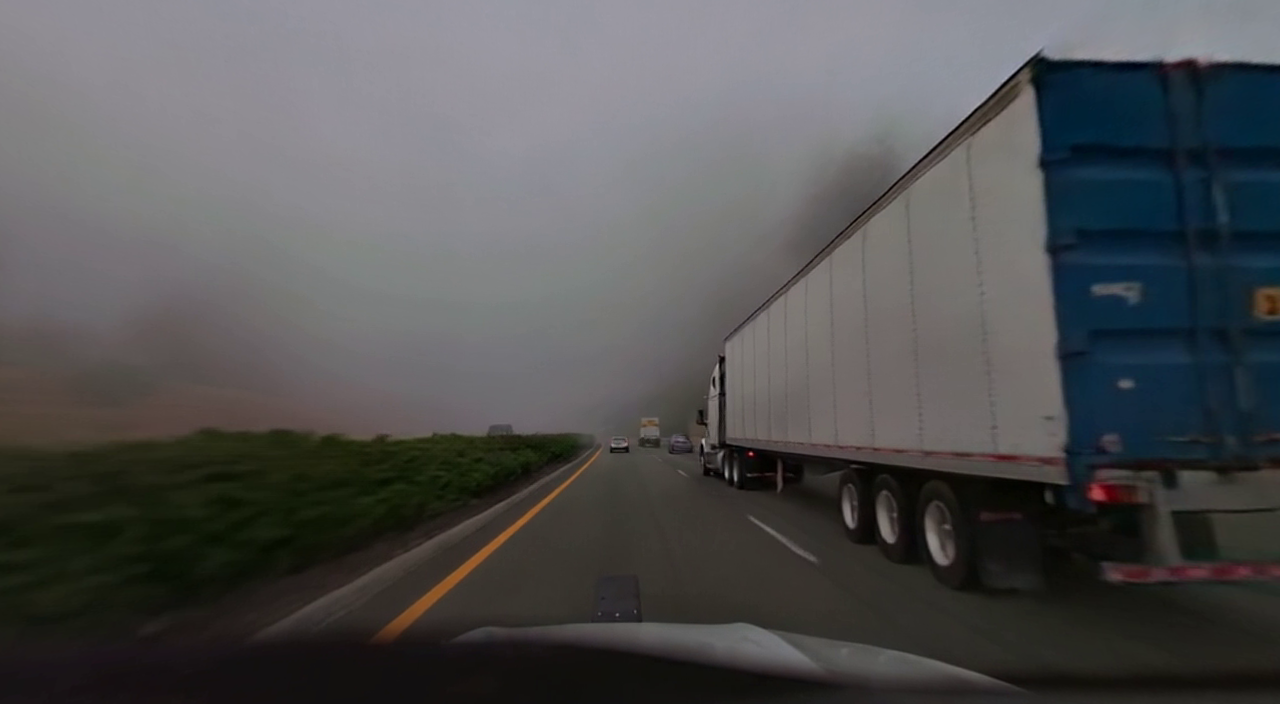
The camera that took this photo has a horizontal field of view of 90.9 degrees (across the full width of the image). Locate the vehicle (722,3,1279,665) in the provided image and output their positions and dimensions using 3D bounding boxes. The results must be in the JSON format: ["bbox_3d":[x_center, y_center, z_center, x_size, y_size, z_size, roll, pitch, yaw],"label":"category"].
[{"bbox_3d":[4.044,0.669,10.923,2.965,4.033,14.299,0,-7,-1],"label":"vehicle"}]

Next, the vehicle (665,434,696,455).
[{"bbox_3d":[2.943,6.771,46.218,1.813,1.454,4.197,0,-7,-3],"label":"vehicle"}]
